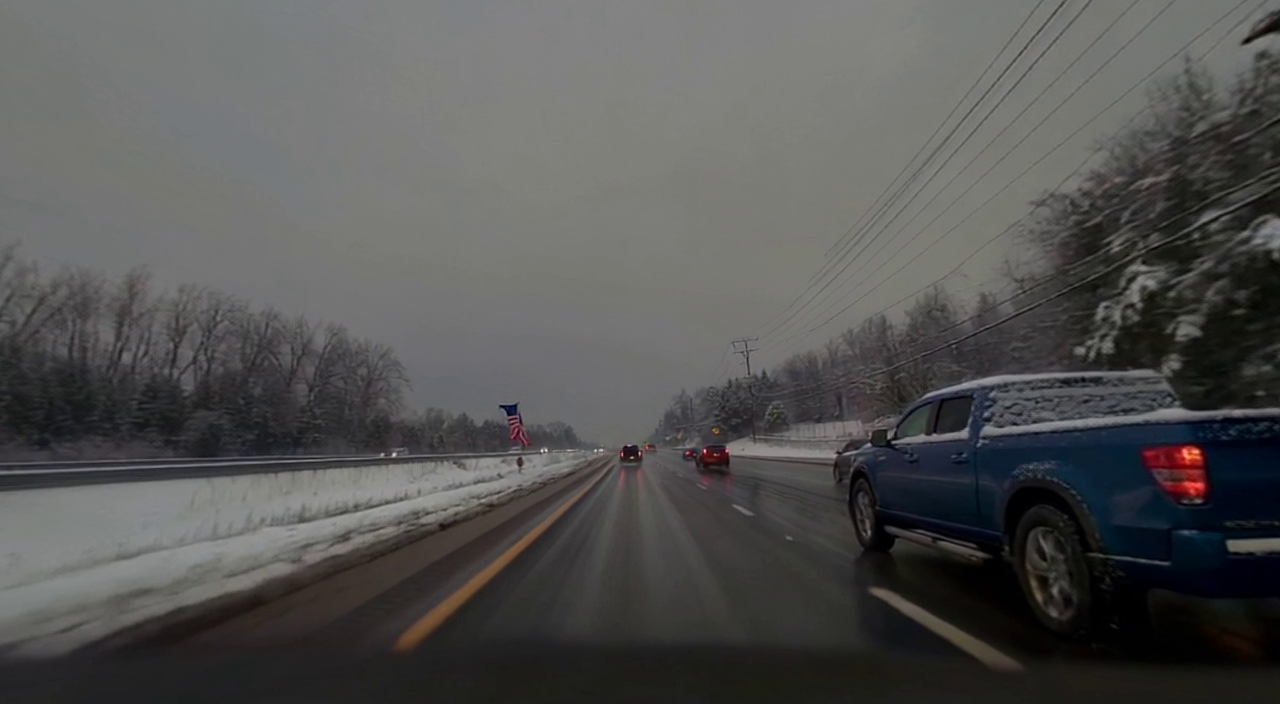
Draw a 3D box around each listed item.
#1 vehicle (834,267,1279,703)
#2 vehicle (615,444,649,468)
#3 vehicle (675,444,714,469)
[{"bbox_3d":[3.762,1.034,4.987,2.461,2.013,6.075,0,-8,-1],"label":"vehicle"},{"bbox_3d":[-0.524,6.796,41.419,2.085,1.449,3.860,0,-8,-1],"label":"vehicle"},{"bbox_3d":[3.370,6.567,39.927,1.978,1.488,4.252,0,-8,-2],"label":"vehicle"}]
